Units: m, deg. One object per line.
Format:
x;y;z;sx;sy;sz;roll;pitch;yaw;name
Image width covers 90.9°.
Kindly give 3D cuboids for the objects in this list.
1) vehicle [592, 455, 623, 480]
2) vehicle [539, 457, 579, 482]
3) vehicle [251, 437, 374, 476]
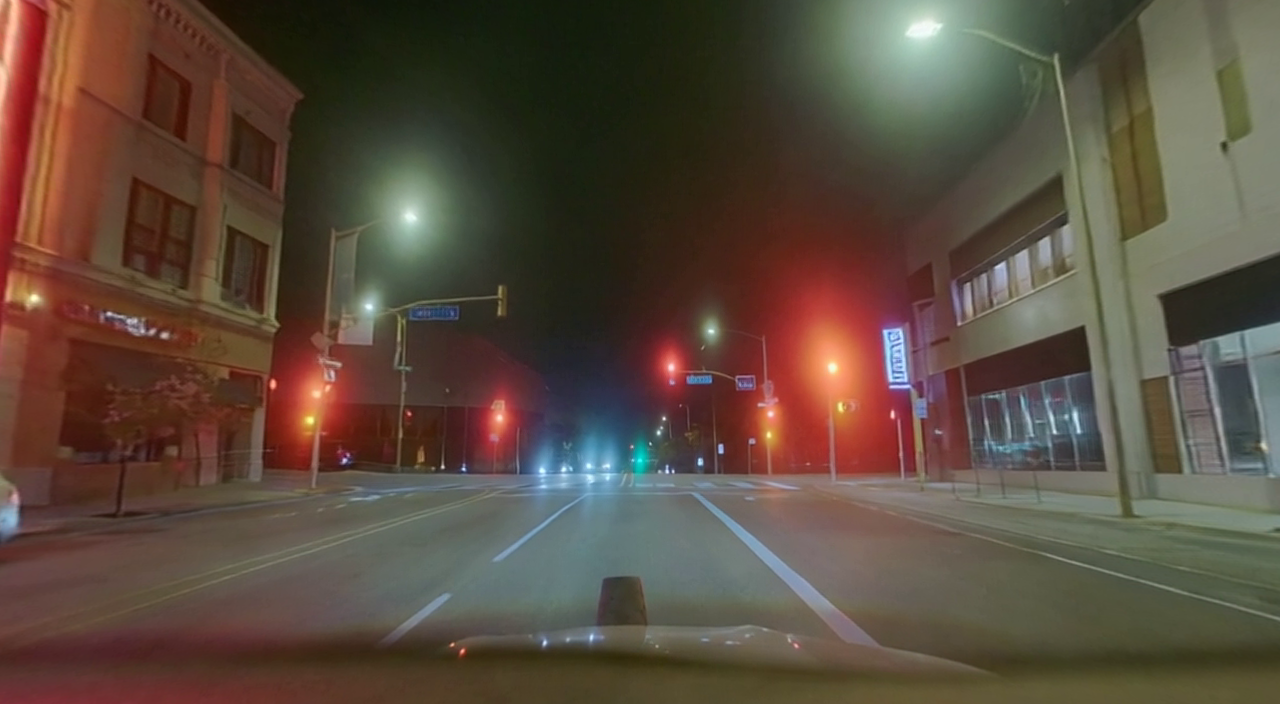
-2.337;8.359;45.875;1.981;1.625;4.399;0;-8;1;vehicle
-5.825;8.493;45.885;2.167;1.643;4.518;-1;-8;2;vehicle
-17.657;5.640;34.177;5.376;1.994;2.196;0;-8;2;vehicle
